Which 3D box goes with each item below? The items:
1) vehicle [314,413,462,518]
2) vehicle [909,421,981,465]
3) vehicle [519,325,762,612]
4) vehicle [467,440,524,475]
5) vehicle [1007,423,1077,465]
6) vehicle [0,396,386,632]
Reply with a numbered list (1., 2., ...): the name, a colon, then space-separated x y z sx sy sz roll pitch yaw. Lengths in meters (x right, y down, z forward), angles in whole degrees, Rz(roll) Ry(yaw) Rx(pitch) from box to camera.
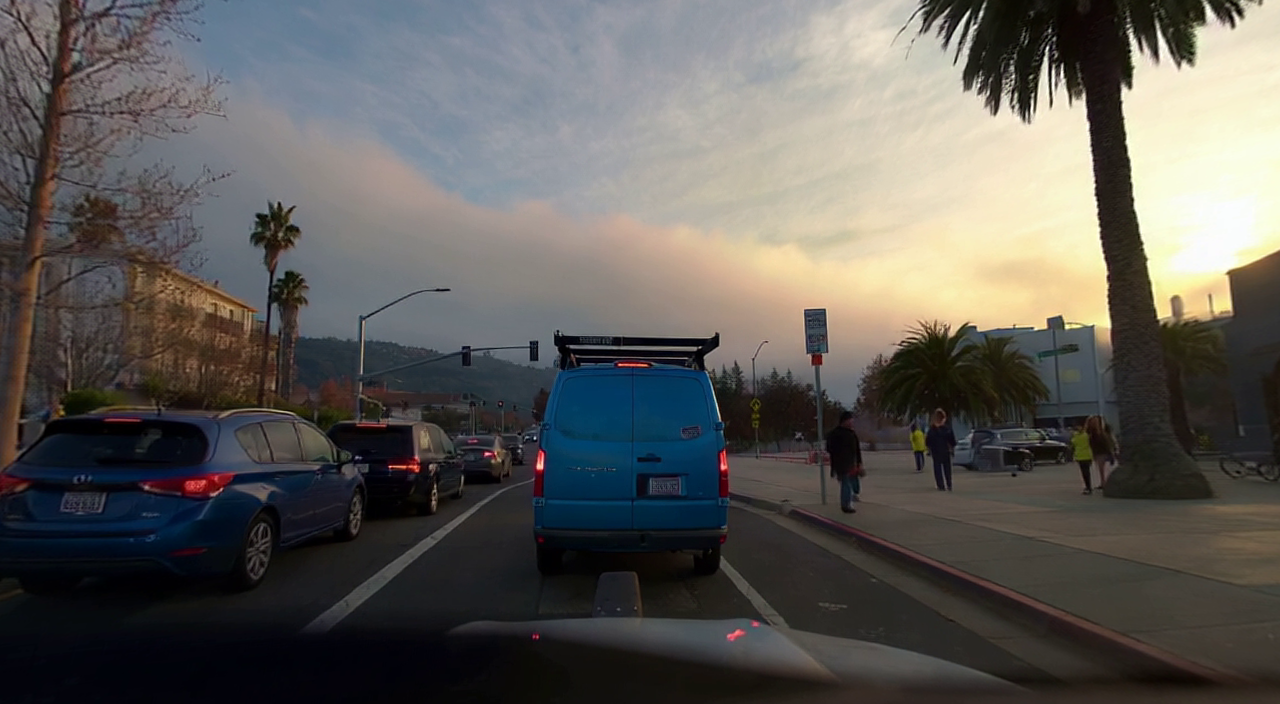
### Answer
1. vehicle: -5.216 2.411 13.890 2.089 1.854 5.022 2 -9 -11
2. vehicle: 12.637 3.762 26.044 2.046 1.675 3.924 -6 -10 33
3. vehicle: -0.199 1.216 7.186 1.902 2.238 4.263 1 -9 -6
4. vehicle: -6.844 4.891 29.577 1.818 1.479 4.428 4 -9 -22
5. vehicle: 15.790 3.617 24.721 2.048 1.475 3.972 -6 -10 34
6. vehicle: -4.390 1.465 6.666 1.986 1.643 4.315 1 -9 -6
